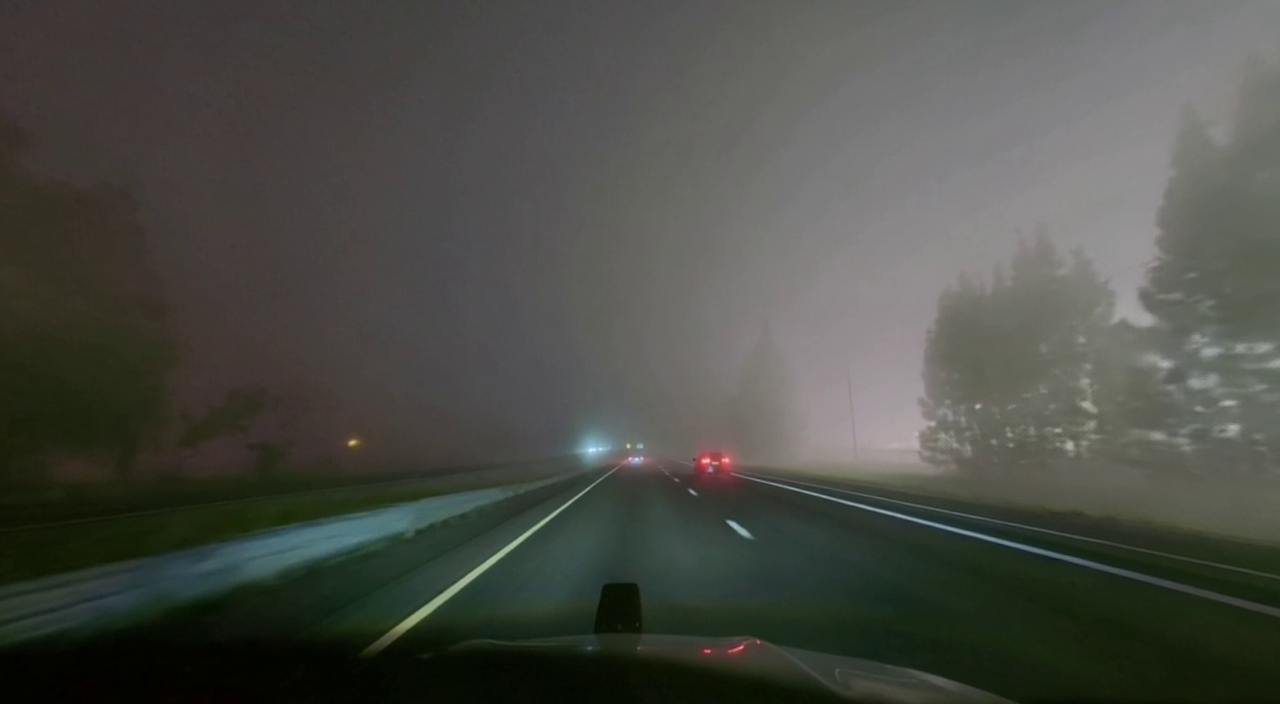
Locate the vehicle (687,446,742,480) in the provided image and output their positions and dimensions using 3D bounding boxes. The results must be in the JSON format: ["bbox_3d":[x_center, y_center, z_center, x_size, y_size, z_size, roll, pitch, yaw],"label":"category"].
[{"bbox_3d":[3.606,5.461,31.284,2.115,1.522,4.330,0,-9,-1],"label":"vehicle"}]
